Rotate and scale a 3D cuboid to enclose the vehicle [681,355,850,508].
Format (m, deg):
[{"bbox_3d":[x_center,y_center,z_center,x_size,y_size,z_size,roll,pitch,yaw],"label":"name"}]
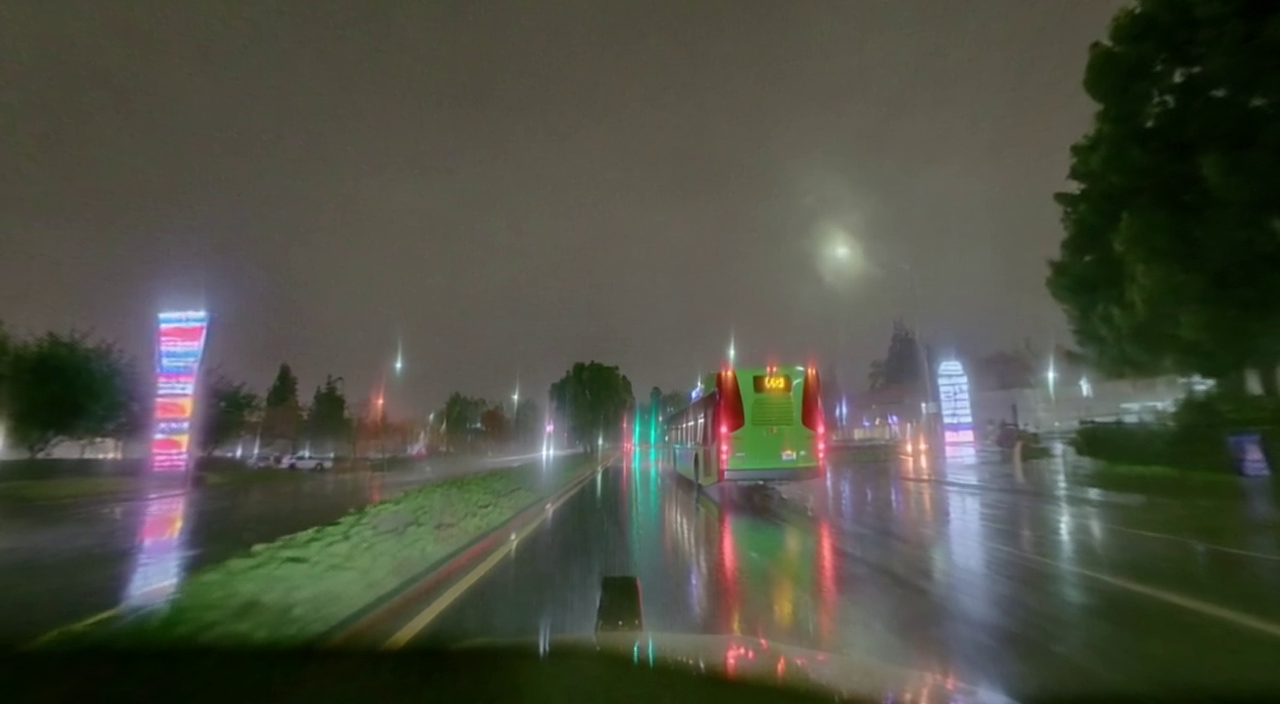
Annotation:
[{"bbox_3d":[3.024,2.387,18.383,2.766,3.306,9.281,0,-8,-2],"label":"vehicle"}]
